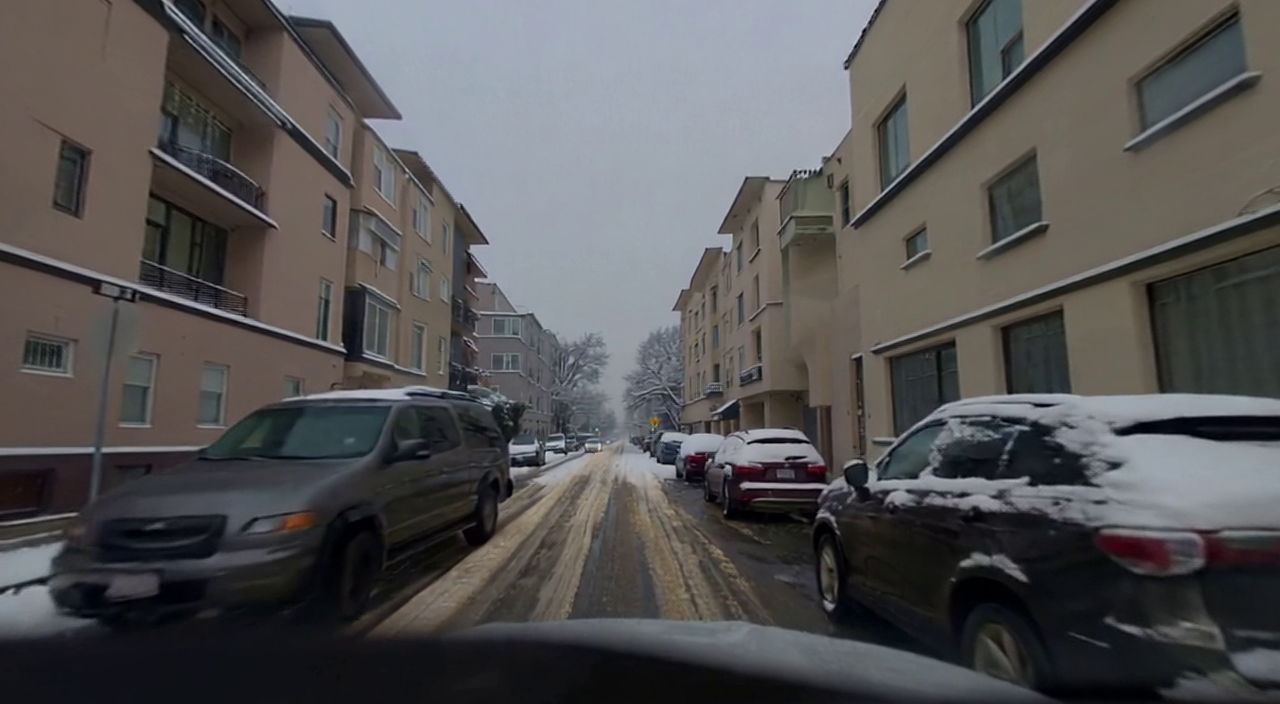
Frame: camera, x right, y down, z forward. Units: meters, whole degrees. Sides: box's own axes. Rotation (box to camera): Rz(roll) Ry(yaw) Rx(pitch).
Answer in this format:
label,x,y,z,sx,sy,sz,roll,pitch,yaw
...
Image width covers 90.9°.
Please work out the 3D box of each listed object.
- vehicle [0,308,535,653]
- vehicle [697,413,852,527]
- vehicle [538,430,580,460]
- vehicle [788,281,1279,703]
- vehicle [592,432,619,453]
label,x,y,z,sx,sy,sz,roll,pitch,yaw
vehicle,-2.784,1.132,6.638,2.195,2.103,5.420,0,-8,3
vehicle,2.181,2.028,11.408,1.839,1.678,3.918,0,-8,-2
vehicle,-4.795,5.563,37.648,1.872,1.484,3.978,5,-9,0
vehicle,2.245,0.942,3.476,1.897,1.717,4.028,0,-8,0
vehicle,-2.619,6.991,48.582,1.845,1.544,3.388,0,-8,0
